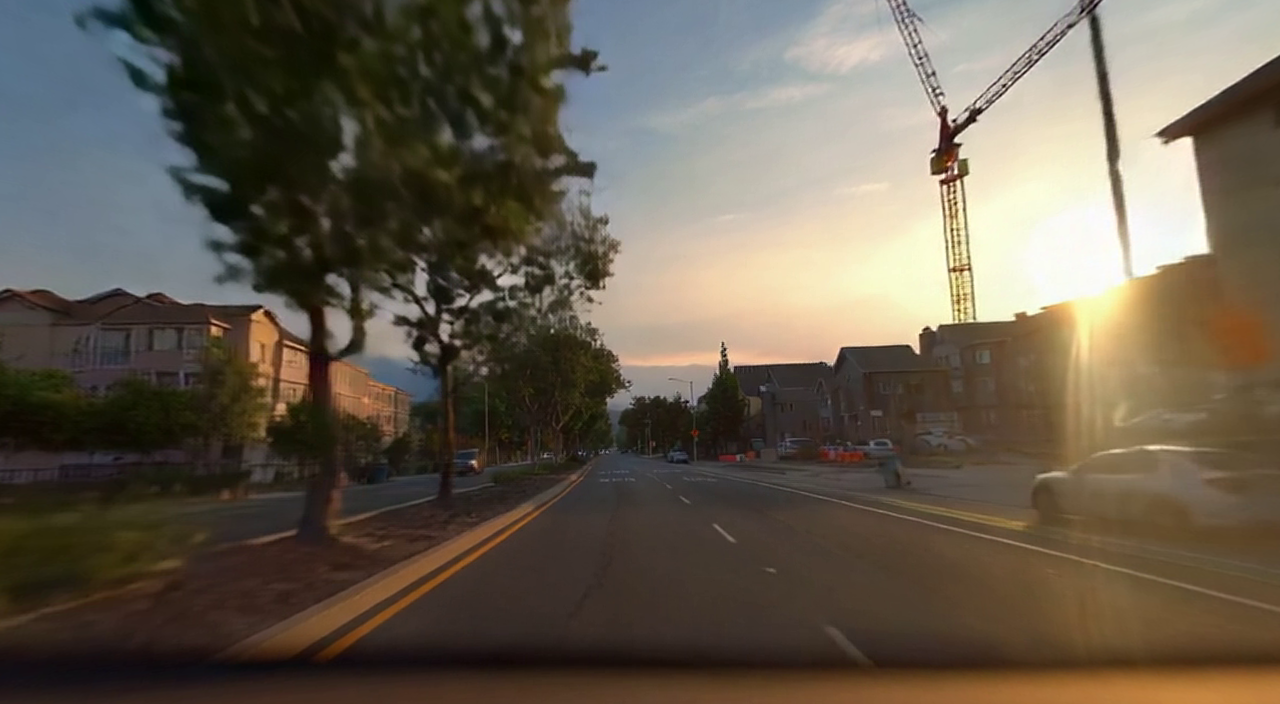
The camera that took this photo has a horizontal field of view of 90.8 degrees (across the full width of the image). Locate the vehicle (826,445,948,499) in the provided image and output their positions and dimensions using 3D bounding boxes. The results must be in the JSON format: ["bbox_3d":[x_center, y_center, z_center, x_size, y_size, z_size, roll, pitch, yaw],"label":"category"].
[{"bbox_3d":[8.093,3.951,21.224,1.977,1.540,4.307,3,-9,-7],"label":"vehicle"}]

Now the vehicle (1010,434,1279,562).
[{"bbox_3d":[8.171,2.104,9.773,1.974,1.472,4.654,2,-9,-2],"label":"vehicle"}]

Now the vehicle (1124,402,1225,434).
[{"bbox_3d":[32.561,4.093,38.661,1.829,1.713,4.519,-2,-8,-7],"label":"vehicle"}]

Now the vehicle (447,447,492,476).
[{"bbox_3d":[-12.470,8.041,46.577,2.127,1.984,4.545,-1,-9,-1],"label":"vehicle"}]
